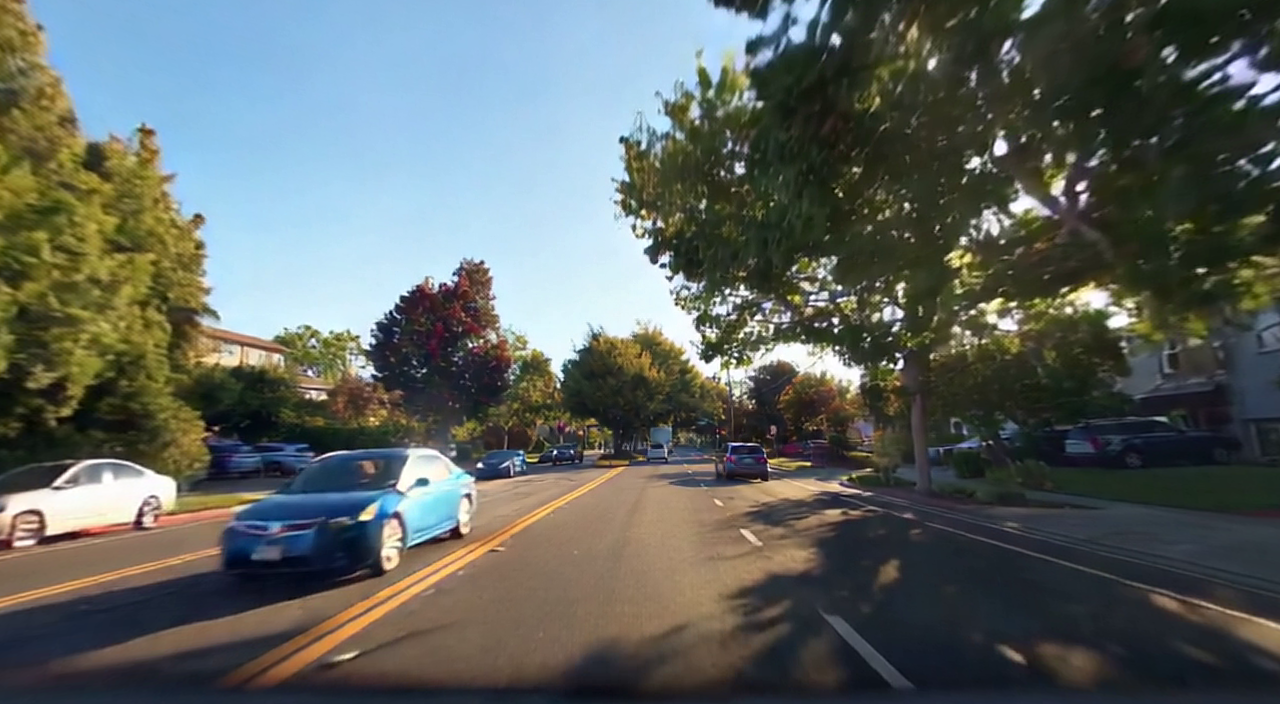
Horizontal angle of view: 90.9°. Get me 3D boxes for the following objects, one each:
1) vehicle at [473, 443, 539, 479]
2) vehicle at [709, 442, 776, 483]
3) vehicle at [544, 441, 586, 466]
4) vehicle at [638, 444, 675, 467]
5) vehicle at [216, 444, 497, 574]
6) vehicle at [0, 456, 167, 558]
[{"bbox_3d":[-6.440,5.274,30.837,1.997,1.566,4.637,-1,-8,3],"label":"vehicle"},{"bbox_3d":[4.018,4.386,25.470,1.951,1.479,4.487,0,-8,0],"label":"vehicle"},{"bbox_3d":[-5.667,7.737,48.161,2.303,1.789,5.423,-1,-8,3],"label":"vehicle"},{"bbox_3d":[1.115,6.742,41.293,2.298,1.359,4.081,-1,-8,2],"label":"vehicle"},{"bbox_3d":[-3.539,2.015,9.015,1.892,1.354,4.476,0,-8,1],"label":"vehicle"},{"bbox_3d":[-10.526,2.529,10.523,1.807,1.451,4.367,-1,-8,1],"label":"vehicle"}]
